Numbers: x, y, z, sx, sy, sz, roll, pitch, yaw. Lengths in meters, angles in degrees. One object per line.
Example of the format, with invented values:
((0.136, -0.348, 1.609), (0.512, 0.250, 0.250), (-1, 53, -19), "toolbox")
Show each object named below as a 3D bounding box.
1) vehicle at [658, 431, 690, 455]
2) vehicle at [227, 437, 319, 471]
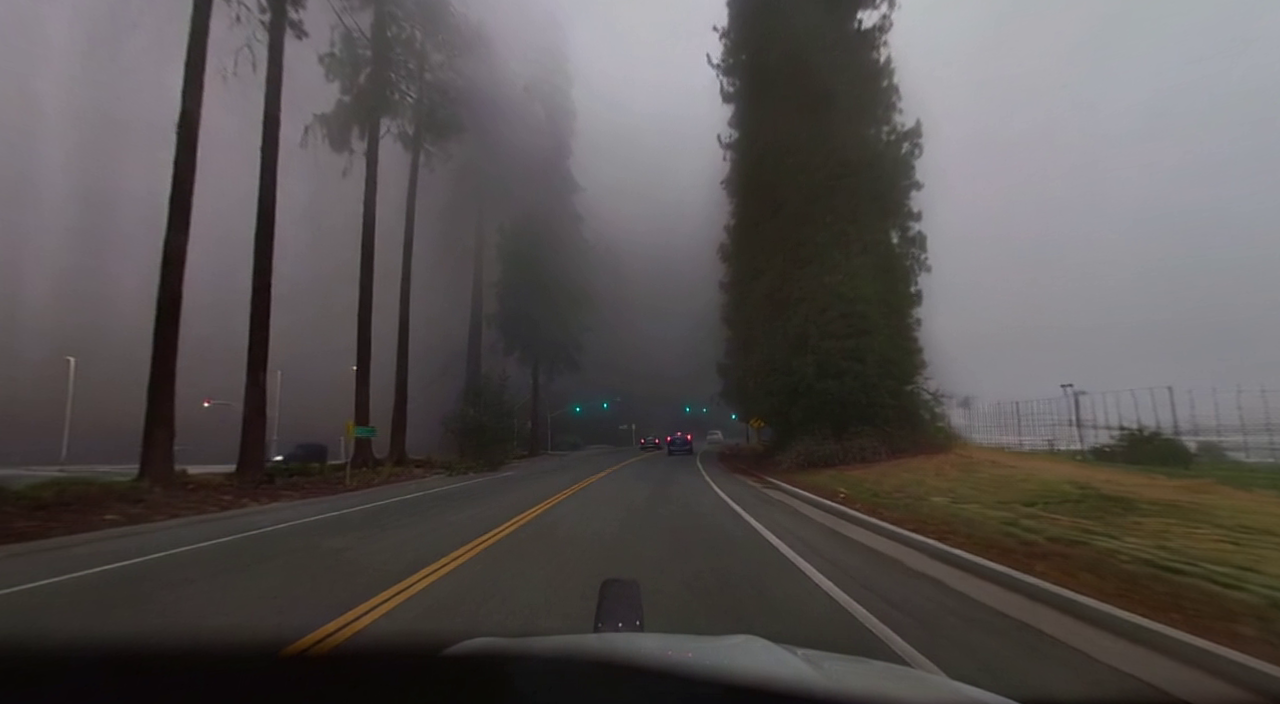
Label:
((2.629, 6.933, 48.155), (2.210, 1.737, 4.013), (-1, -9, 6), "vehicle")
((-19.609, 5.464, 34.033), (1.941, 1.666, 4.510), (-1, -9, 6), "vehicle")
